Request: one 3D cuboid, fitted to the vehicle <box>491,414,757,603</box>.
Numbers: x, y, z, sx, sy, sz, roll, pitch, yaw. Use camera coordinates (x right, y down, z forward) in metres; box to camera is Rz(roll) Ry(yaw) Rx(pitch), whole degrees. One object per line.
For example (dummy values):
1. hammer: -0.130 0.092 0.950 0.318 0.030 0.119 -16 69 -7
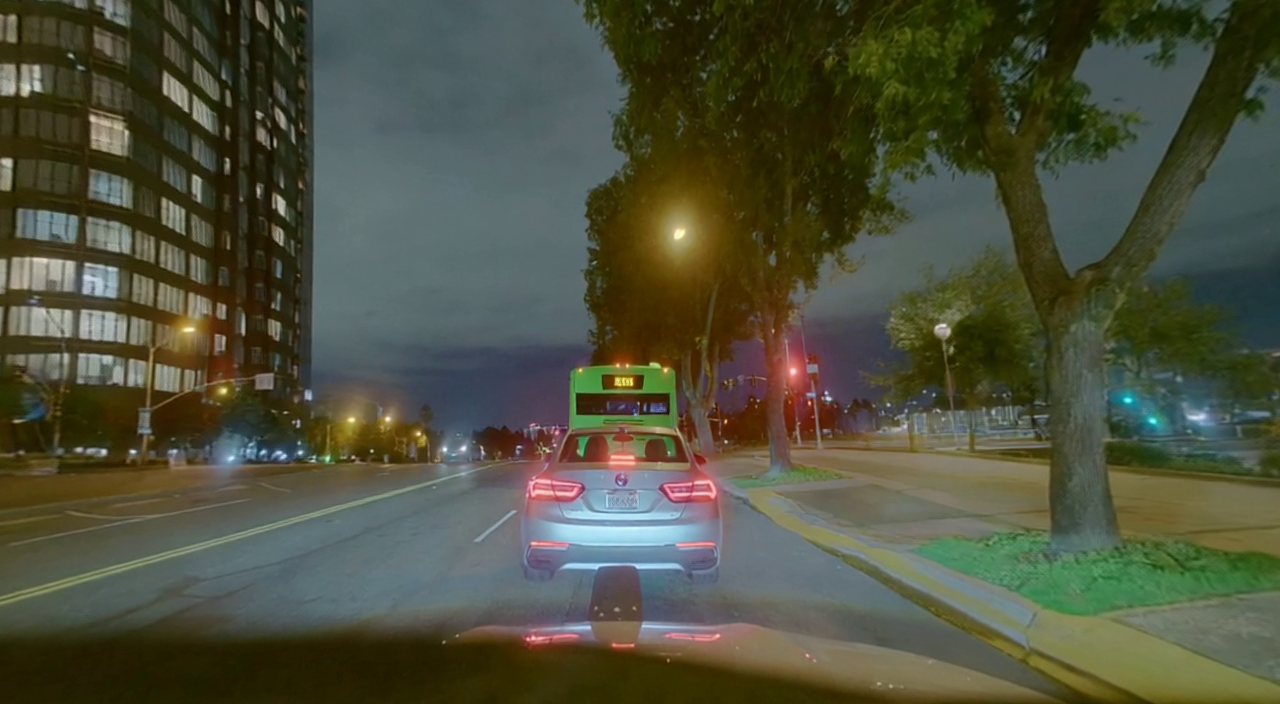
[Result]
1. vehicle: -0.171 1.482 6.933 2.064 1.452 3.942 0 -8 -1
